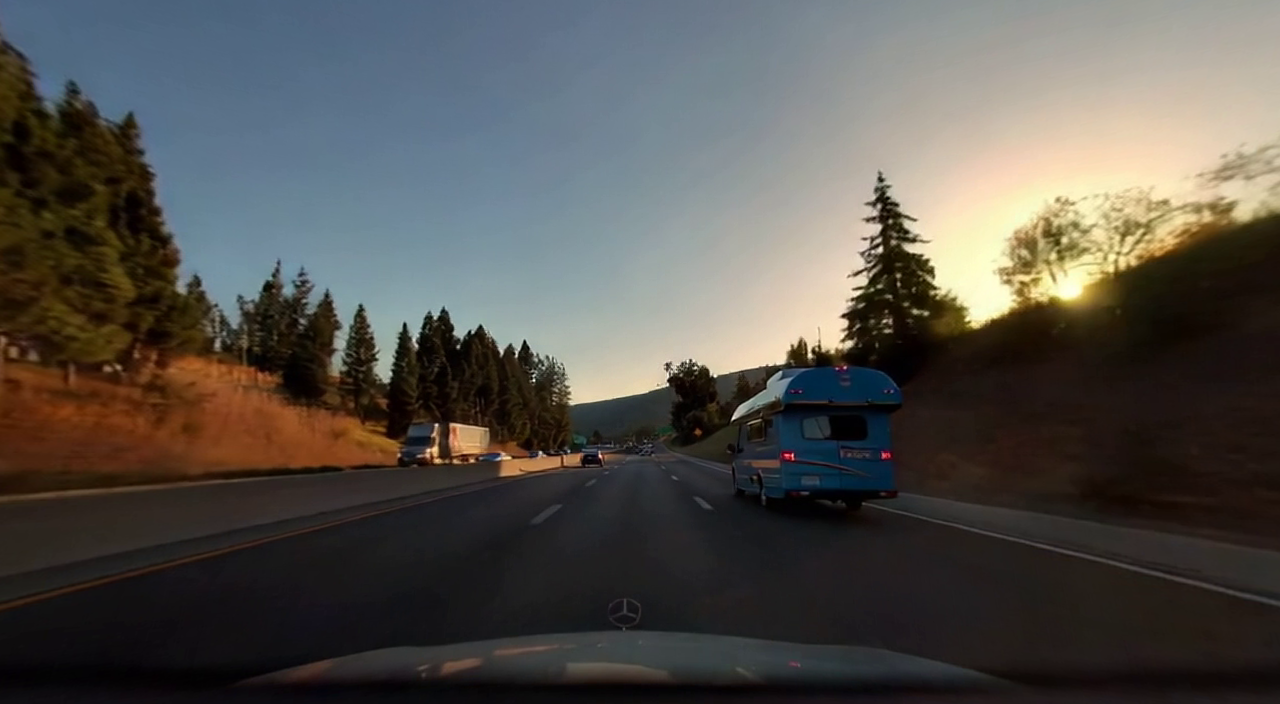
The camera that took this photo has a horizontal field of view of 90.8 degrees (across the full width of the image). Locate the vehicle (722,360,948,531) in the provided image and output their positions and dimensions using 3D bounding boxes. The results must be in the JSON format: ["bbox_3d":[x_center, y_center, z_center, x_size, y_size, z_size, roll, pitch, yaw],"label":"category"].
[{"bbox_3d":[3.785,2.128,14.438,2.607,2.910,7.252,0,-9,-2],"label":"vehicle"}]

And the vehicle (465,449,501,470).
[{"bbox_3d":[-11.381,7.808,45.843,1.642,1.440,3.574,-1,-9,1],"label":"vehicle"}]

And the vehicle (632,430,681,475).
[{"bbox_3d":[0.848,5.629,35.314,2.524,2.310,4.986,0,-9,0],"label":"vehicle"}]

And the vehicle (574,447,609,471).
[{"bbox_3d":[-3.306,7.367,43.659,1.959,1.502,4.559,0,-9,1],"label":"vehicle"}]
